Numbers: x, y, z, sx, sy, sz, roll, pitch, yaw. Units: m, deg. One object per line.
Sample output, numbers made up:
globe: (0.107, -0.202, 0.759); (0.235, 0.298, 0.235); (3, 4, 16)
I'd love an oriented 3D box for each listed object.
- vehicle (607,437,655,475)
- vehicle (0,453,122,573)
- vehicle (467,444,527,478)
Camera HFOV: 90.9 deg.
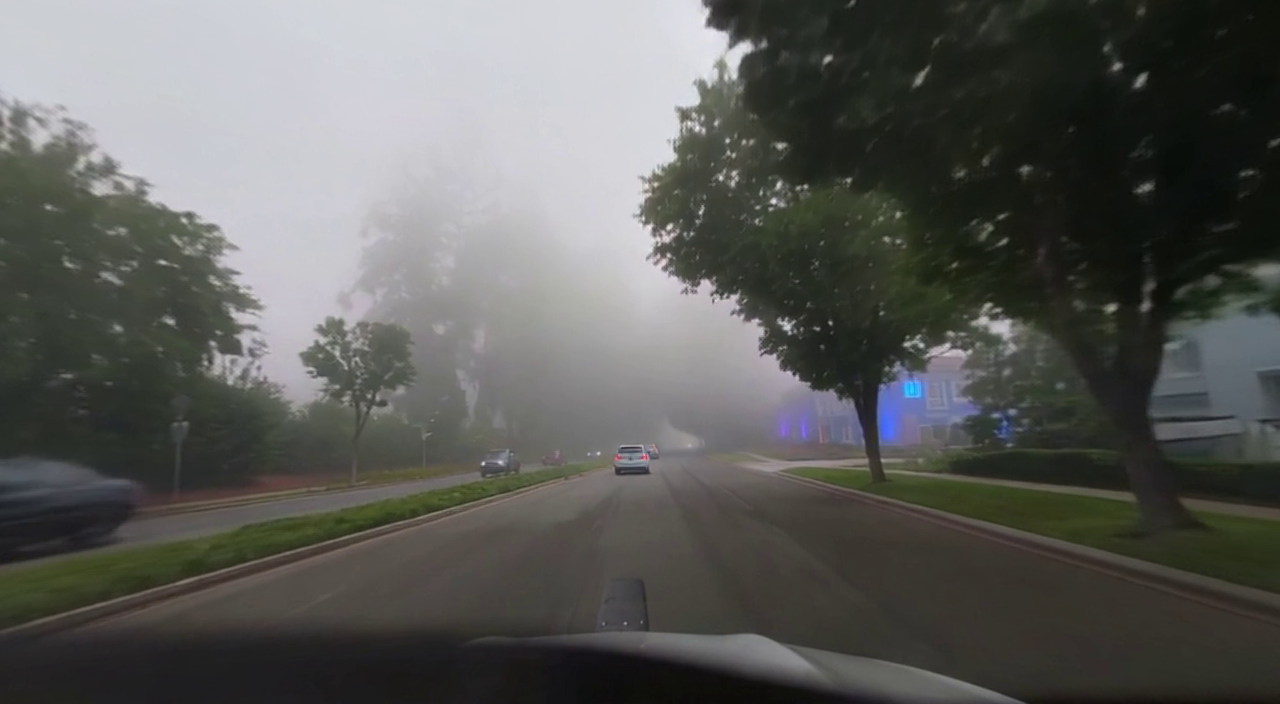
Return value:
vehicle: (-0.354, 5.102, 31.097); (2.129, 1.713, 4.314); (0, -8, 2)
vehicle: (-9.867, 2.243, 8.687); (1.908, 1.616, 3.988); (-1, -8, 3)
vehicle: (-8.035, 6.145, 35.855); (2.093, 1.772, 4.478); (-1, -8, 3)
